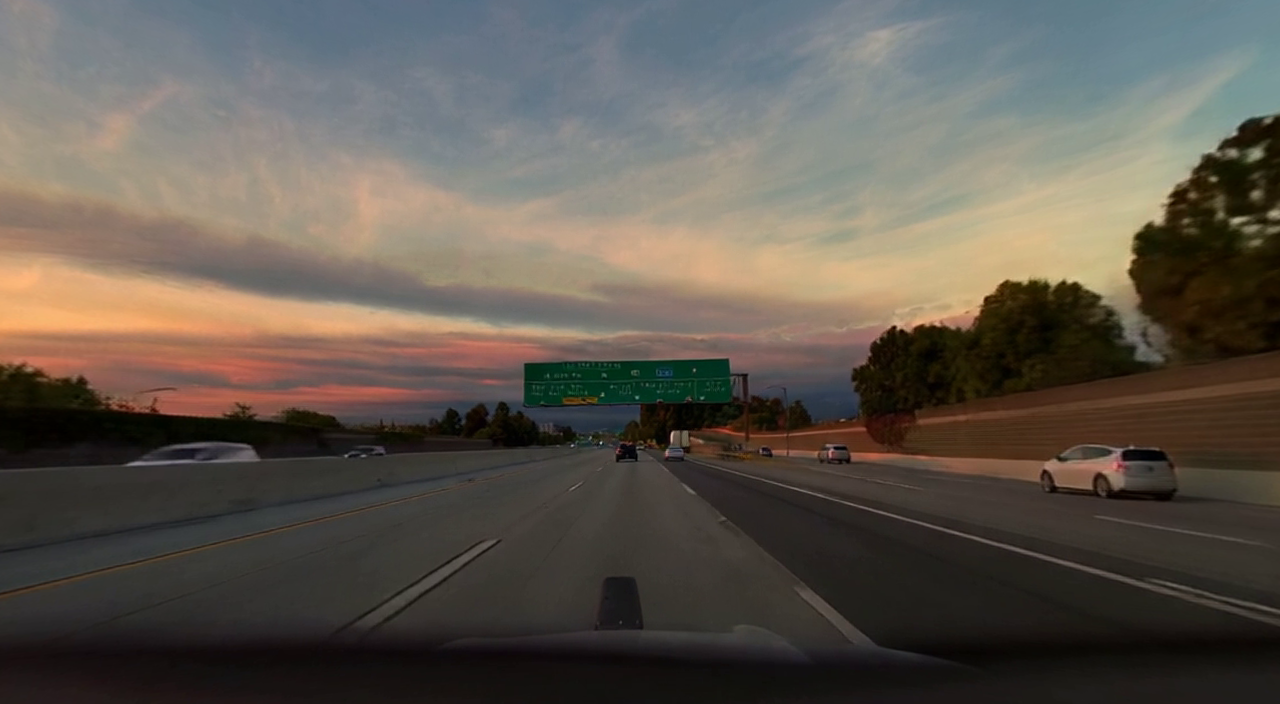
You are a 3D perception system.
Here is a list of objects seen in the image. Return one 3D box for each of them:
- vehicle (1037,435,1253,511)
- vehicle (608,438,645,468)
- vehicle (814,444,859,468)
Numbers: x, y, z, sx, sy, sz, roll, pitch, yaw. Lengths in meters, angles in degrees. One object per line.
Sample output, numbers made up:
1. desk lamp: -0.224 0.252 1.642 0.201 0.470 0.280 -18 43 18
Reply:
1. vehicle: 12.594 3.010 16.240 1.912 1.673 4.438 0 -9 1
2. vehicle: -0.803 6.170 38.752 2.121 1.739 4.087 0 -9 0
3. vehicle: 13.309 7.070 43.059 1.867 1.563 4.436 -1 -9 3
